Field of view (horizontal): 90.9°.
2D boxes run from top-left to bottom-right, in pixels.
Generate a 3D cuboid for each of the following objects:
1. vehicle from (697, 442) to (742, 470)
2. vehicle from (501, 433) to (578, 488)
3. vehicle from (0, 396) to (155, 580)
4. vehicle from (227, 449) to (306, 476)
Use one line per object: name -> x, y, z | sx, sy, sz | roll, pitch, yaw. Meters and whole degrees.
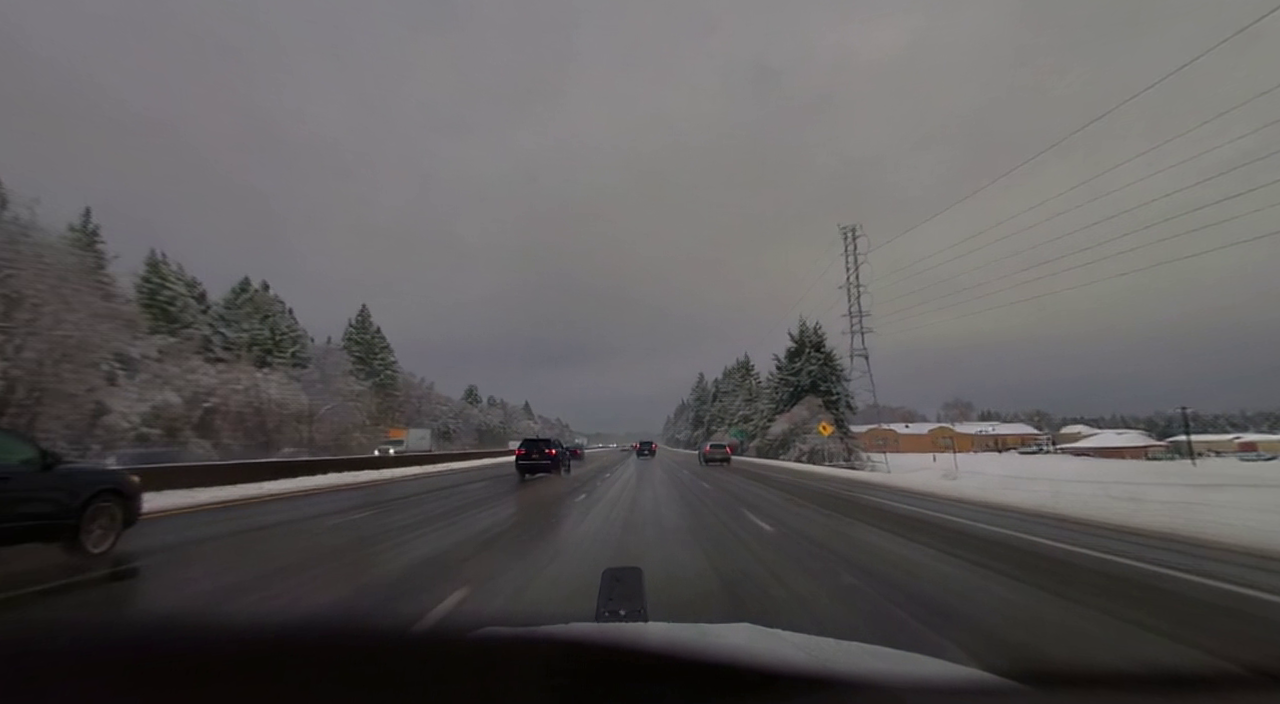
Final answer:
vehicle -> 4.516, 5.951, 36.395 | 1.964, 1.479, 4.252 | 0, -8, -1
vehicle -> -3.360, 3.712, 21.904 | 1.961, 1.704, 4.052 | 0, -8, 1
vehicle -> -7.433, 1.269, 5.684 | 2.162, 1.805, 4.853 | 0, -8, 1
vehicle -> -22.009, 6.492, 37.395 | 1.847, 1.456, 4.504 | 0, -8, 2
